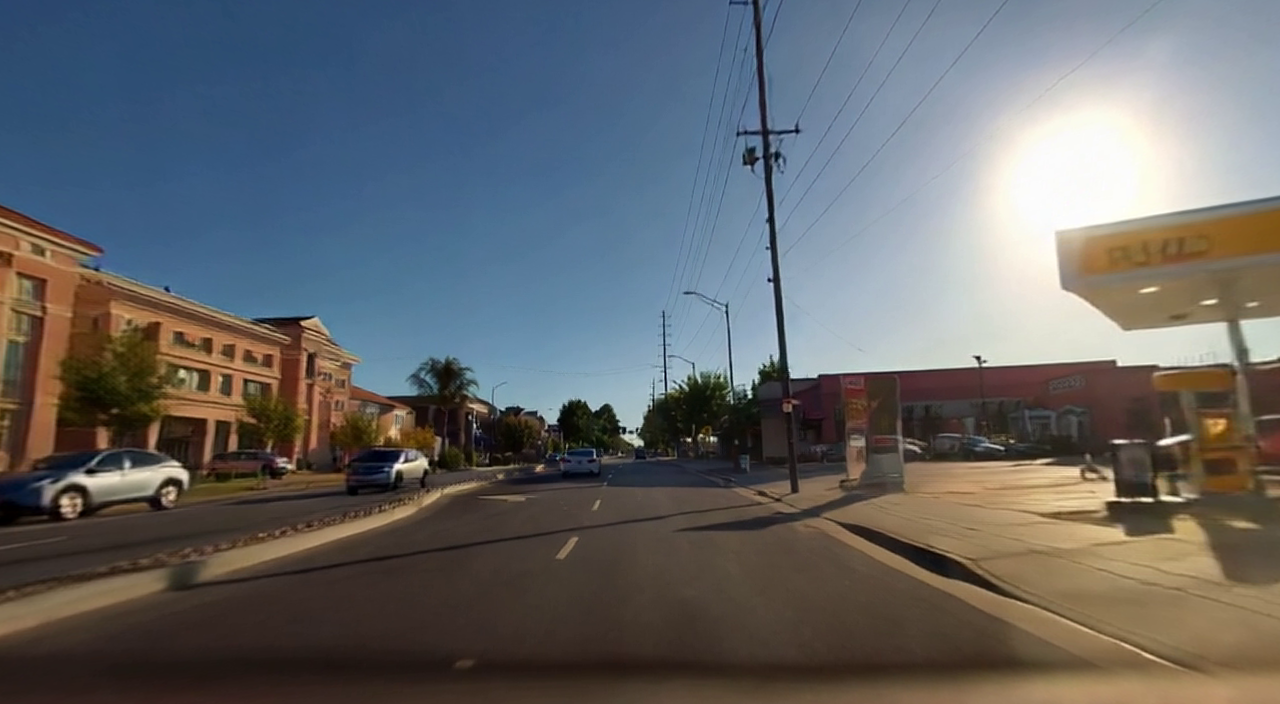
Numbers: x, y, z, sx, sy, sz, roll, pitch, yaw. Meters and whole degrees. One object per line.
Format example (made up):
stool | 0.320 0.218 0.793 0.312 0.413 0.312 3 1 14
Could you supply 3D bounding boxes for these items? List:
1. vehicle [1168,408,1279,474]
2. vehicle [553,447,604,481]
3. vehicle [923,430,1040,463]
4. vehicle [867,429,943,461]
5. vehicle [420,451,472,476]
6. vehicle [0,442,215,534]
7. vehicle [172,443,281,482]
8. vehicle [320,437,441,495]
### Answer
vehicle | 17.388 2.454 17.347 1.902 1.662 4.615 -1 -8 4
vehicle | -2.926 5.415 30.827 2.073 1.525 3.968 0 -8 0
vehicle | 17.838 4.954 33.103 4.943 1.646 2.072 0 -8 -1
vehicle | 17.956 6.297 43.016 2.020 1.972 4.983 3 -8 -17
vehicle | -13.573 7.803 44.340 2.091 1.538 4.451 -1 -8 2
vehicle | -14.811 3.611 17.552 2.353 2.144 4.847 -1 -8 3
vehicle | -23.152 6.196 35.447 4.657 1.806 2.132 -3 -9 -1
vehicle | -10.141 4.467 25.242 2.437 2.069 5.159 -1 -8 3
